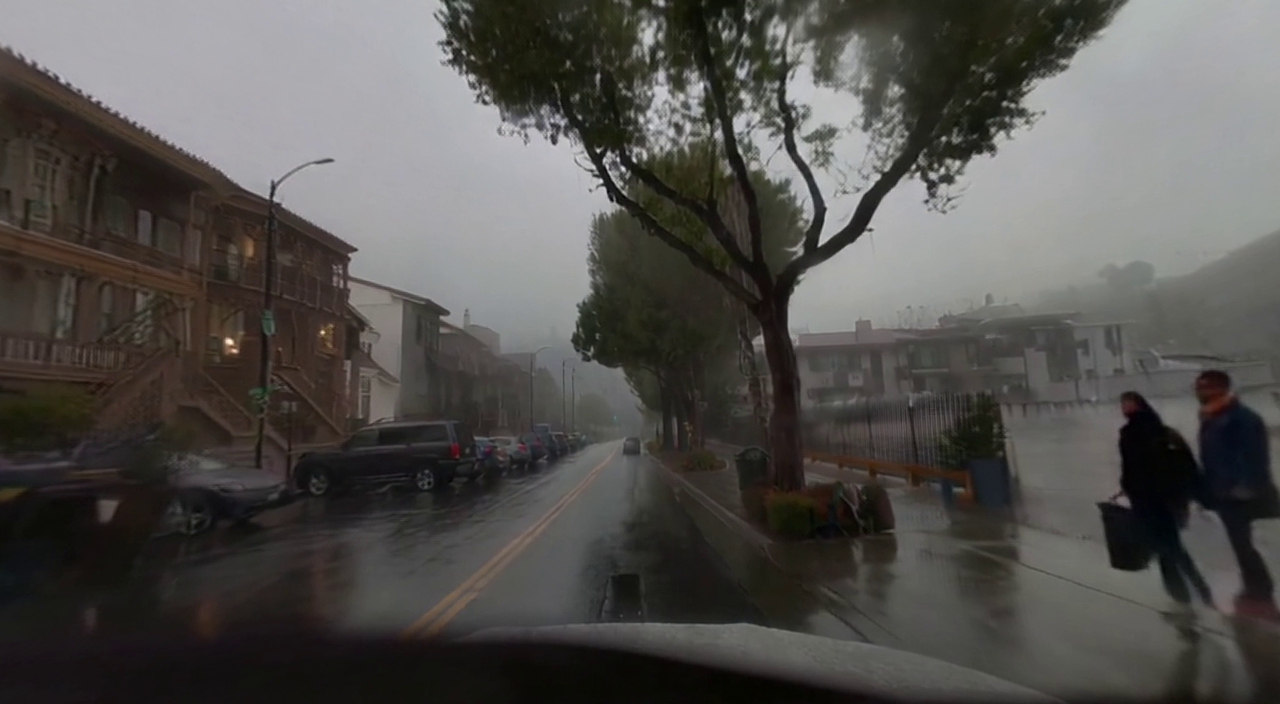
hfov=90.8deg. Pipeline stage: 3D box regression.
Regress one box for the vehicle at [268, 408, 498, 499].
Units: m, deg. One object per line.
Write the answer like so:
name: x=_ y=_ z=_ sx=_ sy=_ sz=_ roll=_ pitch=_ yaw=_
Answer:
vehicle: x=-7.263 y=2.944 z=18.501 sx=5.592 sy=2.439 sz=2.515 roll=0 pitch=-9 yaw=-1

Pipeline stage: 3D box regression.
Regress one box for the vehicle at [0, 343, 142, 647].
vehicle: x=-7.424 y=1.009 z=4.386 sx=5.824 sy=2.125 sz=2.233 roll=0 pitch=-9 yaw=-3
